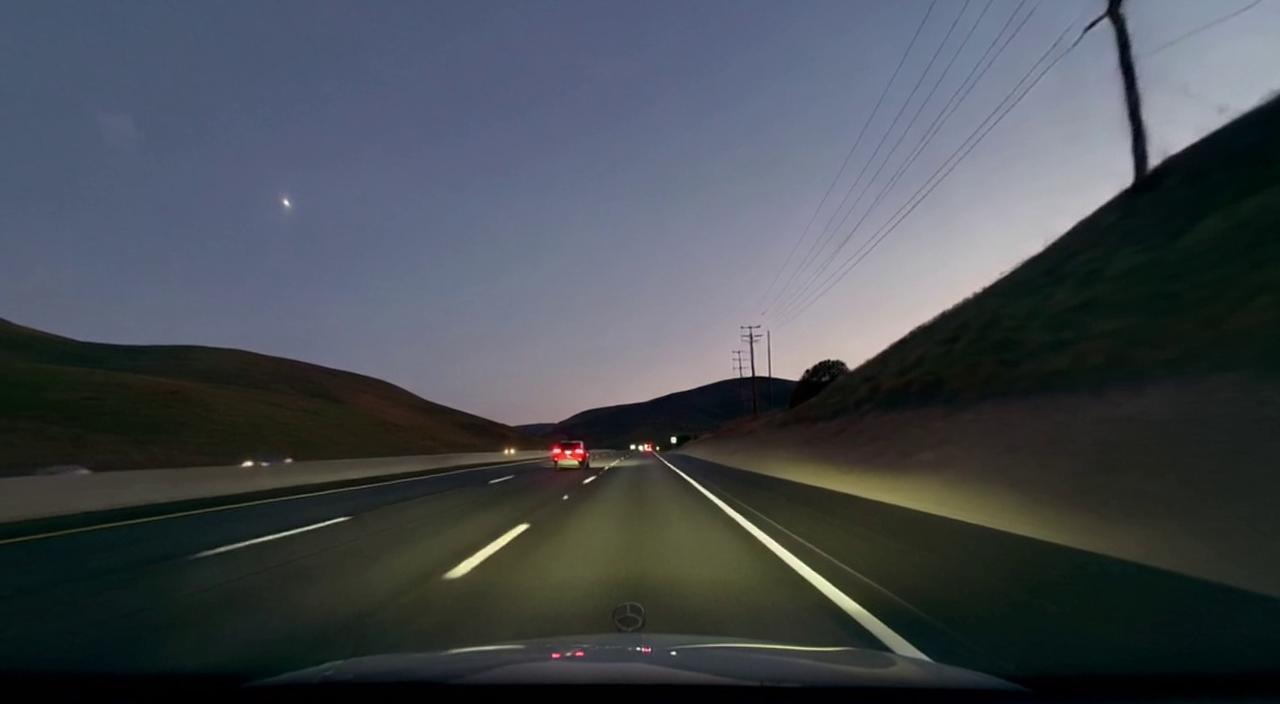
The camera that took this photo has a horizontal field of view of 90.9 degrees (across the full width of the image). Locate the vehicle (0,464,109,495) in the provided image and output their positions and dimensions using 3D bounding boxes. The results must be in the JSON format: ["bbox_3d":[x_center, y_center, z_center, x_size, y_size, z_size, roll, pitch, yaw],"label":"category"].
[{"bbox_3d":[-34.032,7.344,36.688,1.872,1.500,5.003,0,-8,0],"label":"vehicle"}]

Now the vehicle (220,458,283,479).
[{"bbox_3d":[-29.867,8.958,48.642,1.848,1.452,4.598,0,-8,0],"label":"vehicle"}]

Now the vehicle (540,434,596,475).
[{"bbox_3d":[-3.446,5.041,31.188,2.136,1.845,4.515,0,-8,1],"label":"vehicle"}]
